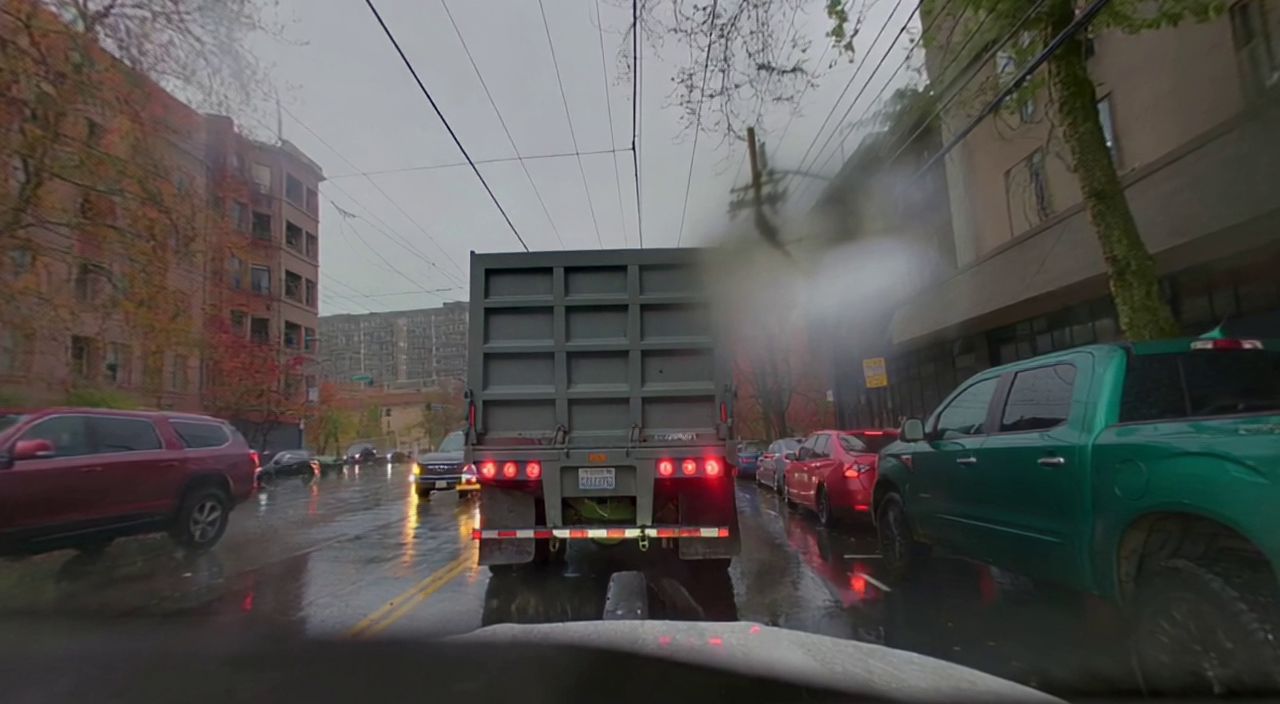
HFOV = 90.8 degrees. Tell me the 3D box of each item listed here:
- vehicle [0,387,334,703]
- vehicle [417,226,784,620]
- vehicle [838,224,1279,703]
[{"bbox_3d":[-4.119,1.157,4.083,1.988,1.657,4.492,0,-8,0],"label":"vehicle"},{"bbox_3d":[-0.236,1.116,9.268,2.878,3.204,8.244,0,-8,1],"label":"vehicle"},{"bbox_3d":[3.237,0.846,3.846,2.242,1.979,5.722,0,-8,1],"label":"vehicle"}]
